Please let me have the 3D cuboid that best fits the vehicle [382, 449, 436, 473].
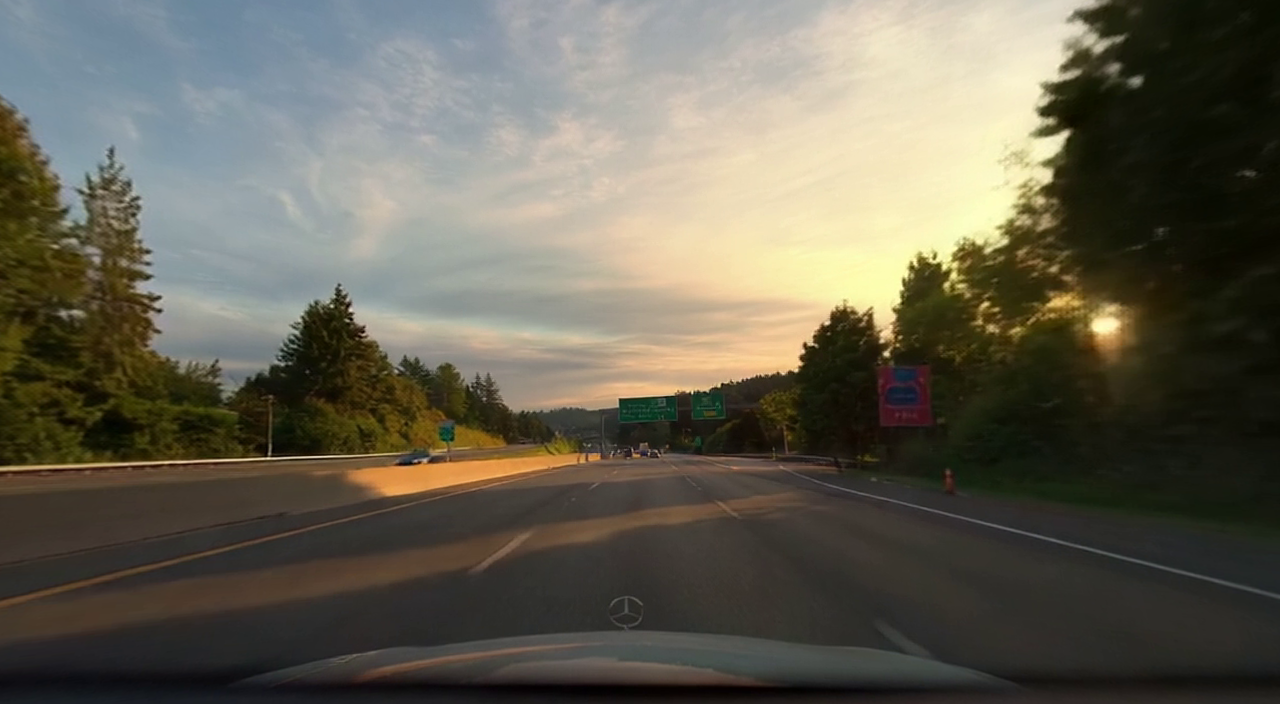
[{"bbox_3d":[-16.197,7.641,44.405,2.014,1.616,4.329,0,-9,2],"label":"vehicle"}]
